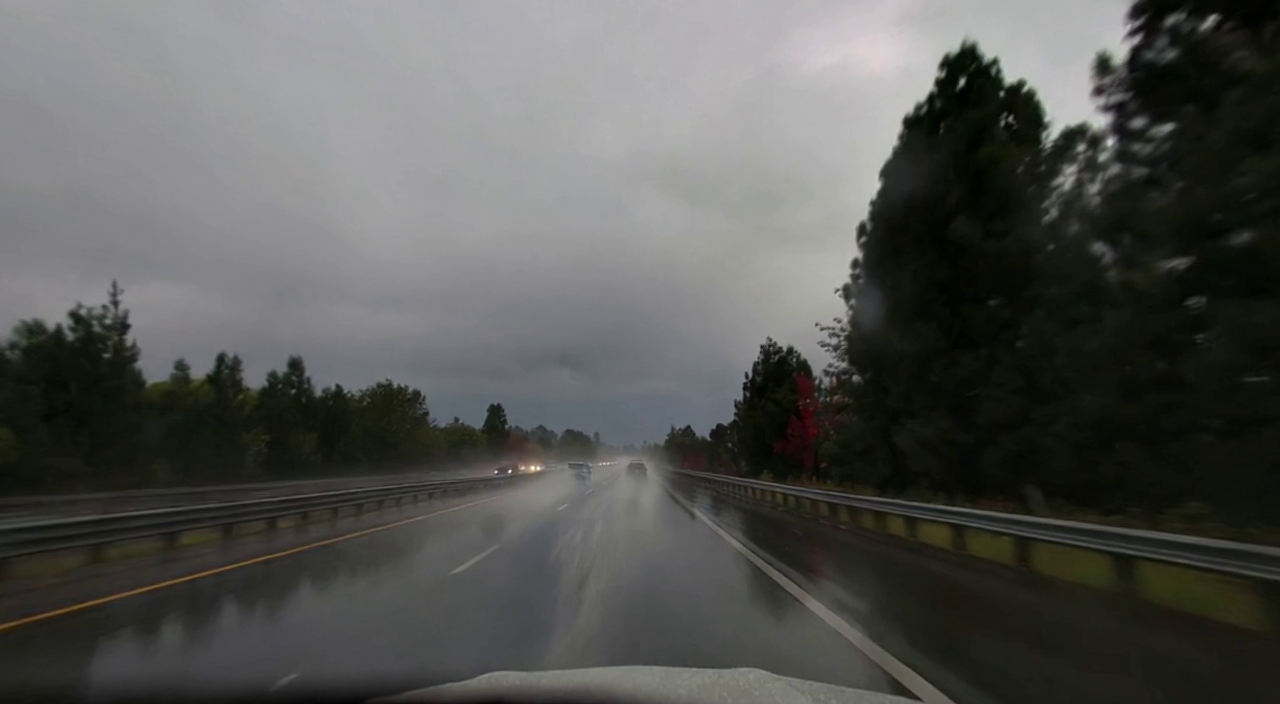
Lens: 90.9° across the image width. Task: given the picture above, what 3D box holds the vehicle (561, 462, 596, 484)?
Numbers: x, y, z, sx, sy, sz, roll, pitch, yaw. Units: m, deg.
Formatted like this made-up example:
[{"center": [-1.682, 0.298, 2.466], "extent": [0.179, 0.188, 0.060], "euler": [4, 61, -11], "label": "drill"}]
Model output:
[{"center": [-4.321, 8.562, 44.681], "extent": [2.088, 1.466, 3.939], "euler": [1, -10, 0], "label": "vehicle"}]

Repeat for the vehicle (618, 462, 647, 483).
[{"center": [-0.579, 9.273, 48.479], "extent": [2.071, 1.507, 4.324], "euler": [1, -10, 0], "label": "vehicle"}]
